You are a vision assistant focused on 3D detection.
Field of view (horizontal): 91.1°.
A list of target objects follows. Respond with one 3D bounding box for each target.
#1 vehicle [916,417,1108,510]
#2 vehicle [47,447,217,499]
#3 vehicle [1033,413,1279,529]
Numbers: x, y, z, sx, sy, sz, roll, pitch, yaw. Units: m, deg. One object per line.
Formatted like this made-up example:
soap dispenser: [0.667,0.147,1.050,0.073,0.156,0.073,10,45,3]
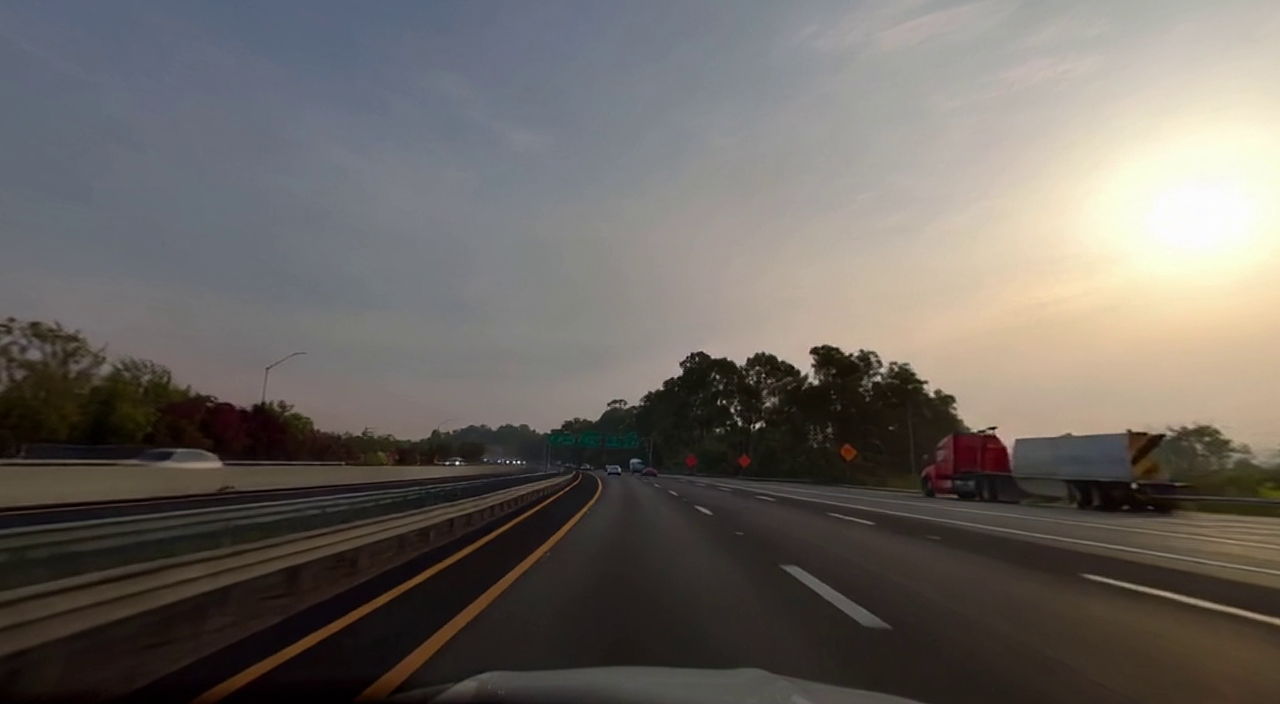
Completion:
vehicle: [16.326,5.105,28.705,2.902,3.371,8.875,4,-11,-4]
vehicle: [-16.432,3.968,20.717,1.946,1.475,4.594,1,-10,-3]
vehicle: [16.836,3.946,21.025,2.827,3.120,6.502,4,-10,-3]
